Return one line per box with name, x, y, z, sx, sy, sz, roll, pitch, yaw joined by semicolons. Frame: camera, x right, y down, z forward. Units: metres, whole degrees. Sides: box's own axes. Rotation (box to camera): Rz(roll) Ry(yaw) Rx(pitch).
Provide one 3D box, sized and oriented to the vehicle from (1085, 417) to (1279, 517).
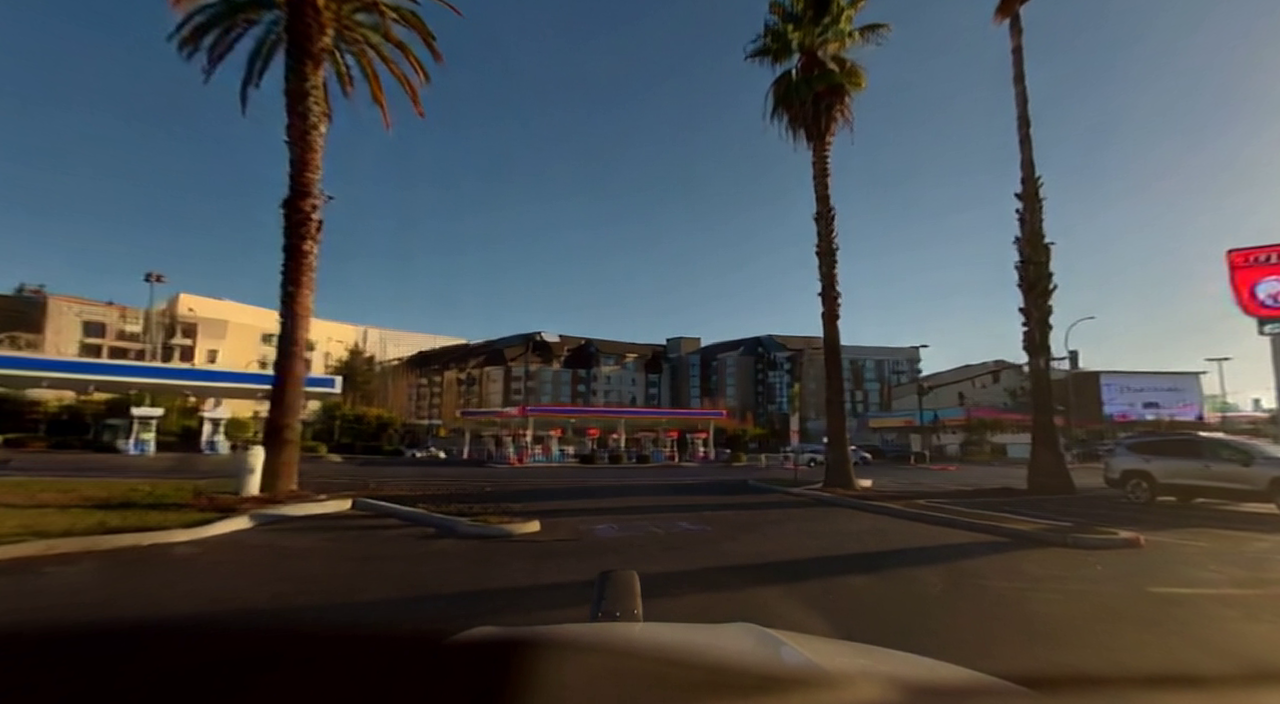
vehicle;12.553;2.382;13.384;2.028;1.850;4.731;3;-9;-16
